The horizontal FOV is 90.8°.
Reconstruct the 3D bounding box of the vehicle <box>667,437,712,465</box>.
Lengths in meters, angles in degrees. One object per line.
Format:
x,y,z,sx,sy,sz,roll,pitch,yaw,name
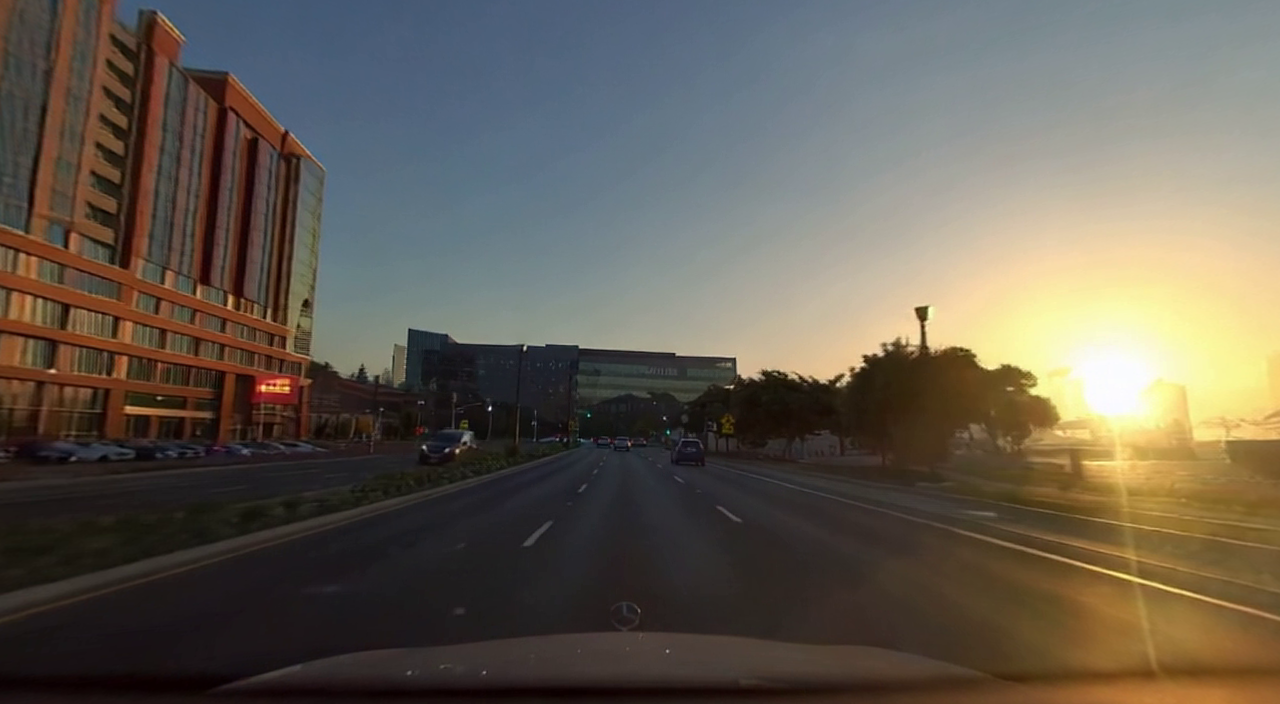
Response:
2.829,5.823,37.205,2.090,1.506,4.382,0,-8,-2,vehicle

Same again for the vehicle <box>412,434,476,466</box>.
-9.846,4.960,32.104,1.874,1.520,4.215,-1,-8,1,vehicle
